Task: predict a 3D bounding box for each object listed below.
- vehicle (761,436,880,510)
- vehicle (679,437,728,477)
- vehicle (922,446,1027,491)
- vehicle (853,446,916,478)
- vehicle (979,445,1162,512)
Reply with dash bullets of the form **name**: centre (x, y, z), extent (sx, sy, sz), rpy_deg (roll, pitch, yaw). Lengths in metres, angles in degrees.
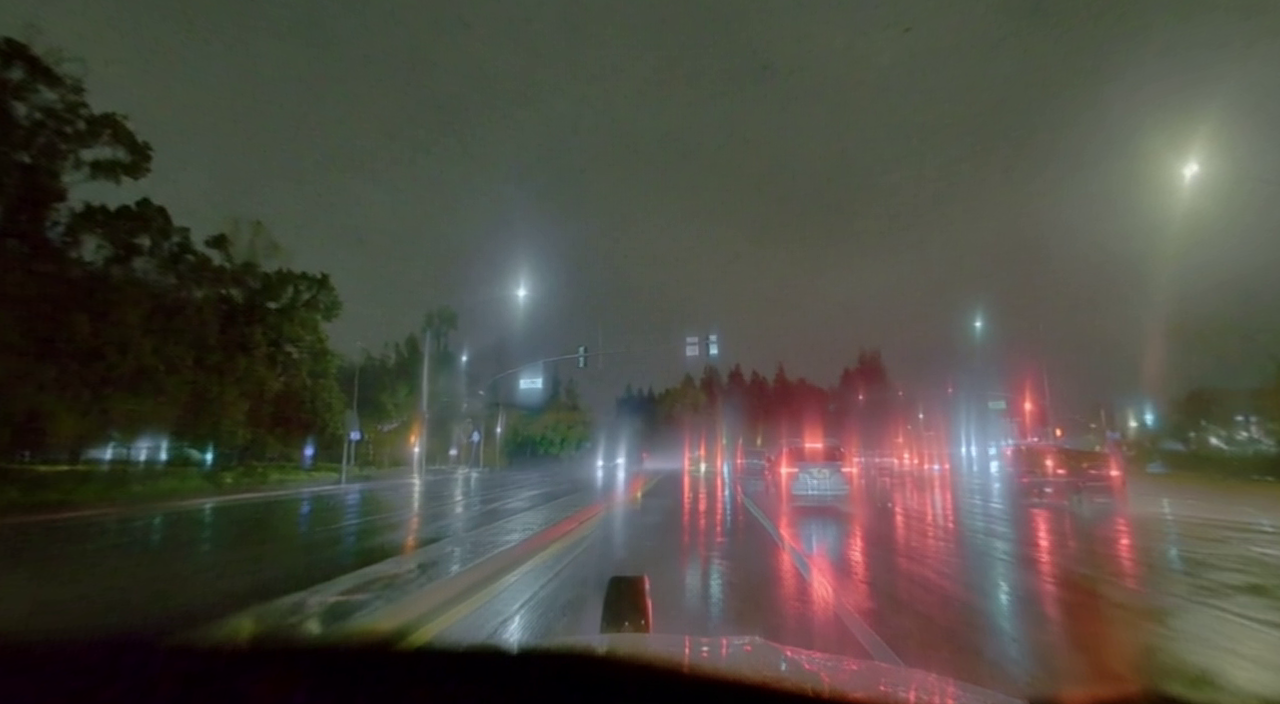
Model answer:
- **vehicle**: centre (4.291, 2.913, 15.710), extent (2.078, 1.578, 4.107), rpy_deg (-1, -8, 6)
- **vehicle**: centre (3.080, 5.153, 31.278), extent (2.245, 1.800, 4.522), rpy_deg (-1, -8, 4)
- **vehicle**: centre (12.345, 4.283, 23.622), extent (1.842, 1.466, 4.379), rpy_deg (-1, -8, 5)
- **vehicle**: centre (12.615, 5.678, 32.761), extent (1.901, 1.484, 4.093), rpy_deg (-1, -8, 4)
- **vehicle**: centre (10.641, 3.101, 16.062), extent (1.884, 1.422, 4.262), rpy_deg (-1, -8, 4)
